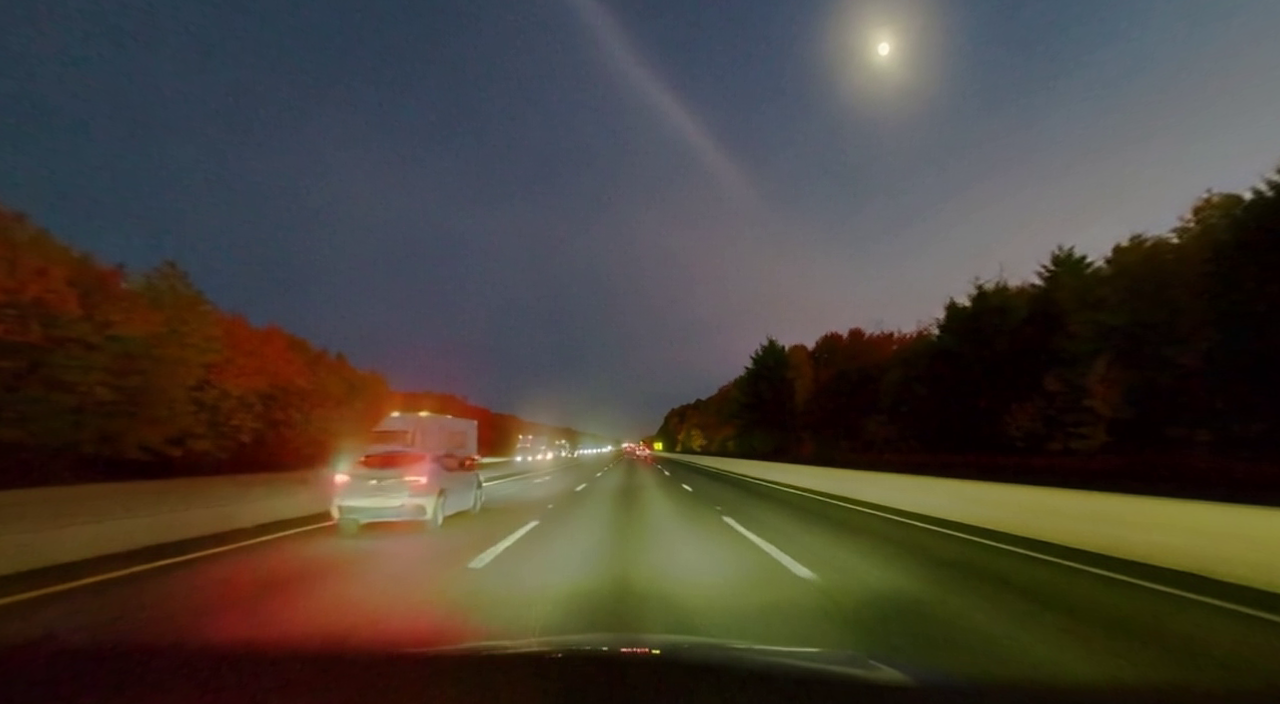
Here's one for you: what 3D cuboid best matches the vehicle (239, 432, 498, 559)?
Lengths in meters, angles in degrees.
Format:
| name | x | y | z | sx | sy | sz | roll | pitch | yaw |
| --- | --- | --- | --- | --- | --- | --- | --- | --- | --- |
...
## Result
| name | x | y | z | sx | sy | sz | roll | pitch | yaw |
| --- | --- | --- | --- | --- | --- | --- | --- | --- | --- |
| vehicle | -3.978 | 2.193 | 10.337 | 2.153 | 1.577 | 4.707 | 0 | -9 | 0 |
